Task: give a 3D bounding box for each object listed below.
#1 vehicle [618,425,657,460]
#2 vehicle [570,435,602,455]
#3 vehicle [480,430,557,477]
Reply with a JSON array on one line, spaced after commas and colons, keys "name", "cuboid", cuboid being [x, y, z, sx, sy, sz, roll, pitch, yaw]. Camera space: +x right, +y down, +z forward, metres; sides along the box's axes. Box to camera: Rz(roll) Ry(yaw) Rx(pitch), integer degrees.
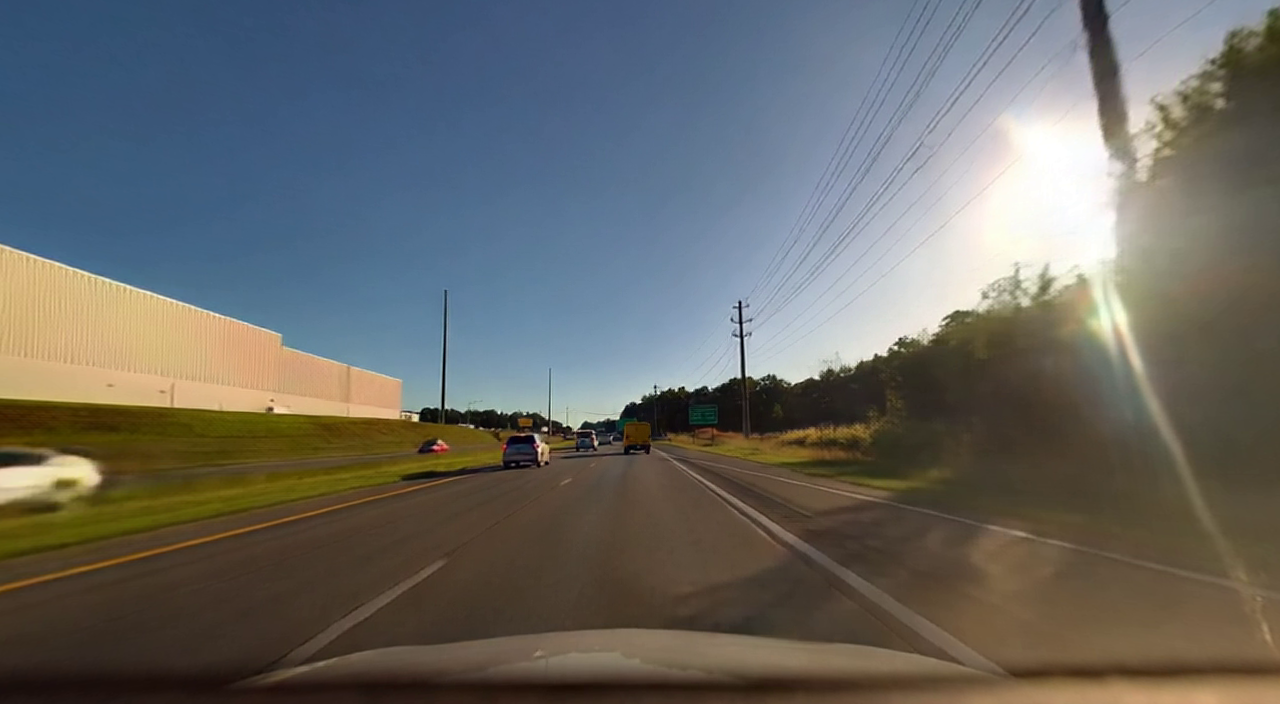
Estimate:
[{"name": "vehicle", "cuboid": [-0.177, 5.477, 38.139, 2.213, 1.997, 4.456, 0, -8, -1]}, {"name": "vehicle", "cuboid": [-4.135, 7.221, 48.873, 2.087, 1.464, 4.853, 0, -8, -1]}, {"name": "vehicle", "cuboid": [-4.419, 3.742, 23.504, 2.058, 1.557, 4.125, 0, -8, 0]}]
